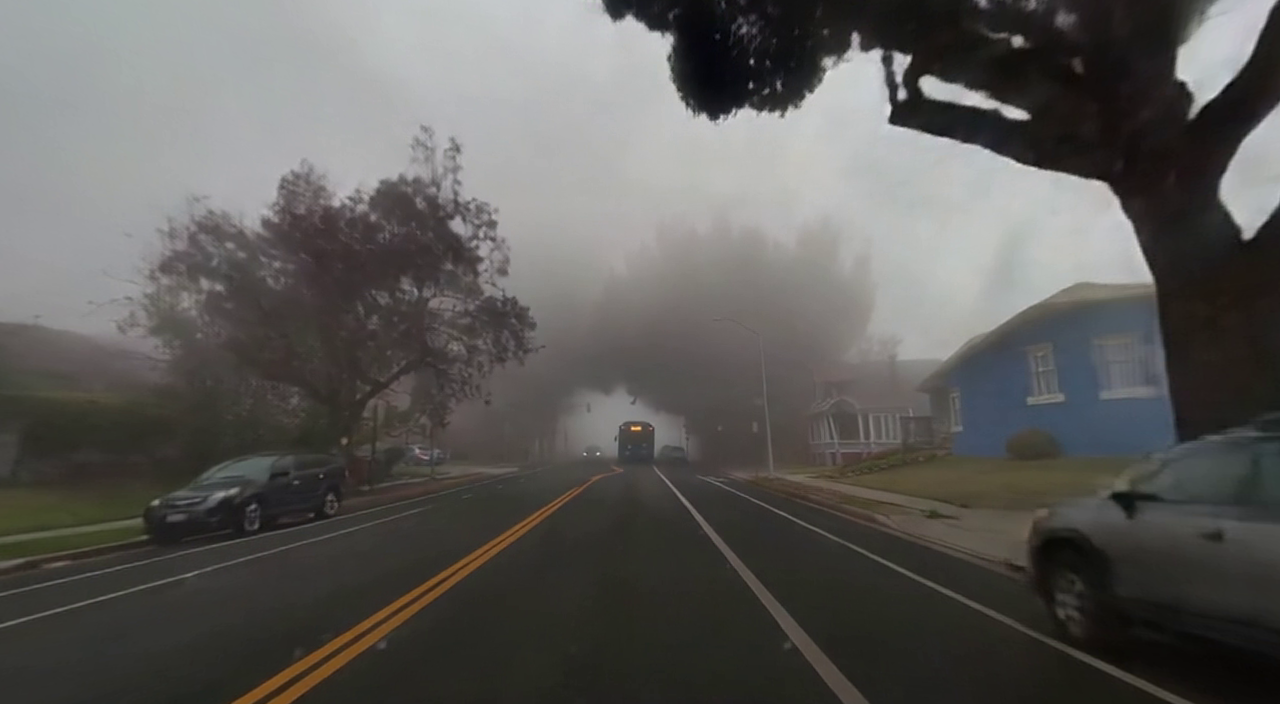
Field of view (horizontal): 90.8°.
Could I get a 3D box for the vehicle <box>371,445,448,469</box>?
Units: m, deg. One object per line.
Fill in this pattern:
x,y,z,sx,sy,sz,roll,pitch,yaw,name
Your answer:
-15.556,7.103,42.865,4.481,1.591,1.807,0,-9,-1,vehicle

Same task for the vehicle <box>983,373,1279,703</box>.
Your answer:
4.237,1.150,3.421,2.060,1.833,4.927,5,-9,0,vehicle

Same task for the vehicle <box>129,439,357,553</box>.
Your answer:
-7.887,2.837,13.210,1.898,1.755,4.603,-5,-9,-1,vehicle
